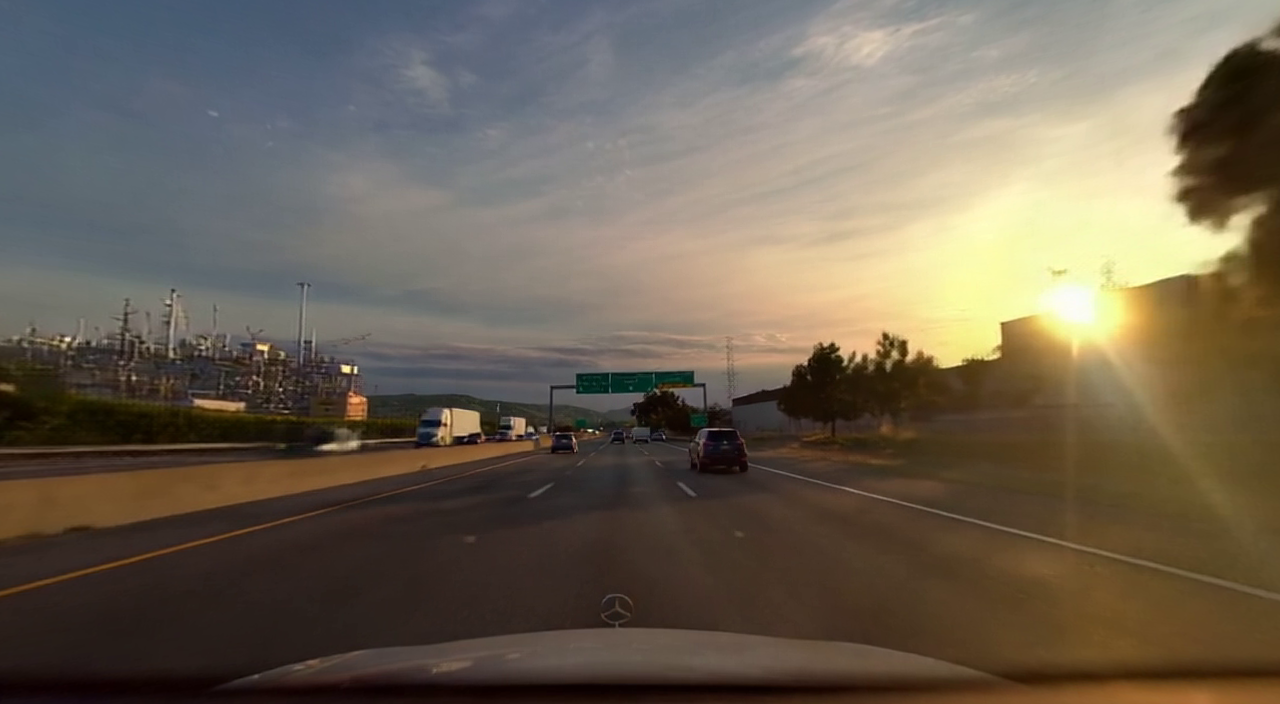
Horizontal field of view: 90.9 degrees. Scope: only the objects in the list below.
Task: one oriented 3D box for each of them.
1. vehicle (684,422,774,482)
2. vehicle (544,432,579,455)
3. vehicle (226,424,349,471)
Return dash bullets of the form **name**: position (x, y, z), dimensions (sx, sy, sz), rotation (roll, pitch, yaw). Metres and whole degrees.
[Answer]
- **vehicle**: position (2.626, 3.084, 19.738), dimensions (2.022, 1.637, 4.229), rotation (0, -8, -3)
- **vehicle**: position (-5.500, 6.468, 44.591), dimensions (1.996, 1.518, 4.229), rotation (0, -8, -2)
- **vehicle**: position (-12.997, 3.560, 23.623), dimensions (2.089, 1.570, 4.470), rotation (0, -8, -2)
